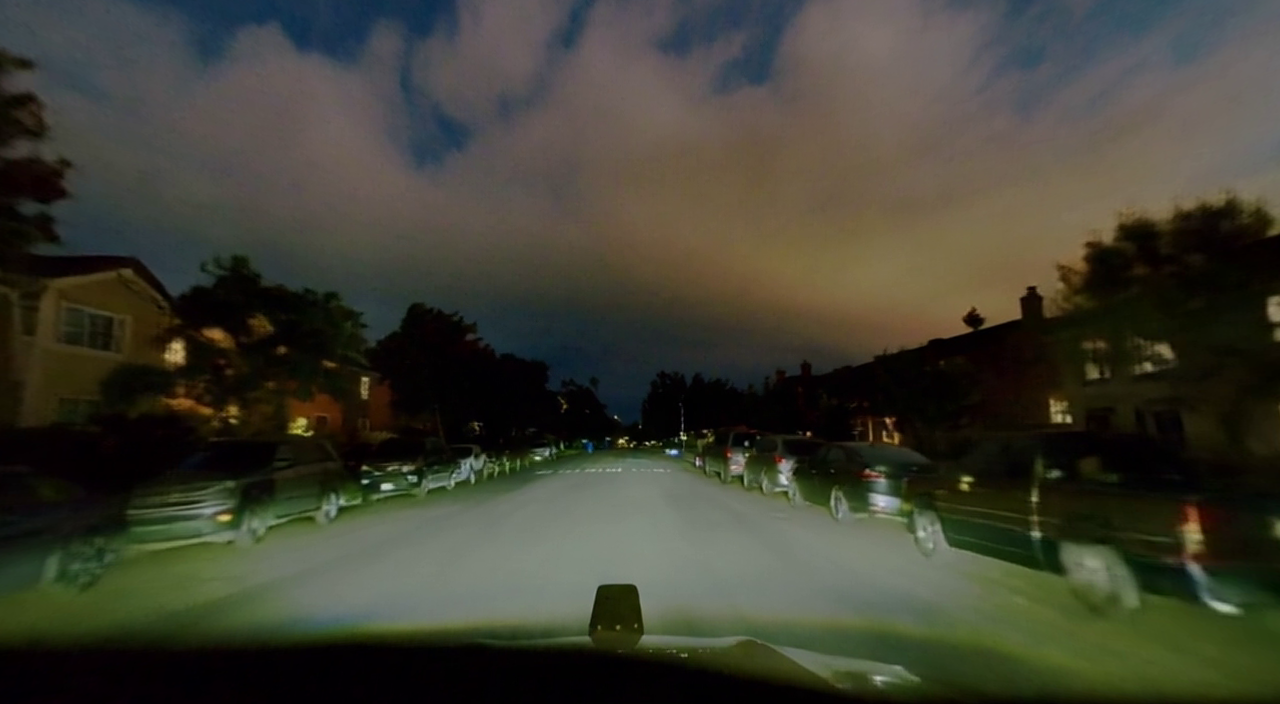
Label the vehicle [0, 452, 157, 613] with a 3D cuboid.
[{"bbox_3d":[-6.870,1.672,5.480,1.828,1.468,4.738,-2,-8,-3],"label":"vehicle"}]

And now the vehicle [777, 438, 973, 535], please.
[{"bbox_3d":[4.202,2.465,12.282,1.877,1.486,4.713,0,-9,-2],"label":"vehicle"}]

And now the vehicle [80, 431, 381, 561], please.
[{"bbox_3d":[-7.084,2.504,11.970,2.162,1.846,5.426,0,-8,-1],"label":"vehicle"}]

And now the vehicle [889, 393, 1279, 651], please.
[{"bbox_3d":[4.505,1.483,6.581,1.918,1.740,4.415,0,-9,-1],"label":"vehicle"}]

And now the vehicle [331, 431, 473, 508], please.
[{"bbox_3d":[-7.144,3.580,19.886,2.195,2.023,6.055,0,-8,-1],"label":"vehicle"}]

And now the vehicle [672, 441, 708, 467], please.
[{"bbox_3d":[3.692,7.602,47.302,2.101,1.771,4.747,0,-9,-2],"label":"vehicle"}]
